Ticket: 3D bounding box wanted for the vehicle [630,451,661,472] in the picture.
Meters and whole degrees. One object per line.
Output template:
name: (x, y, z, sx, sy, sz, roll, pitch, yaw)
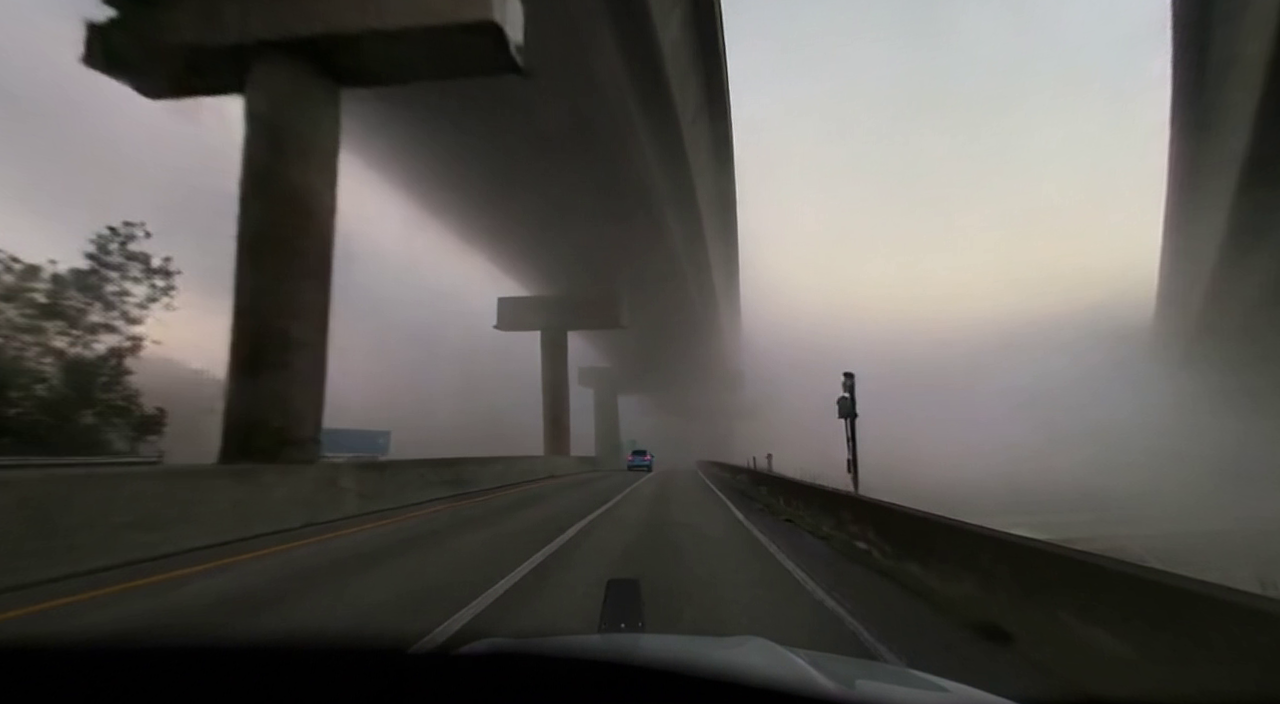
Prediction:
vehicle: (0.451, 8.011, 46.251, 1.940, 1.444, 4.024, -1, -9, 5)
